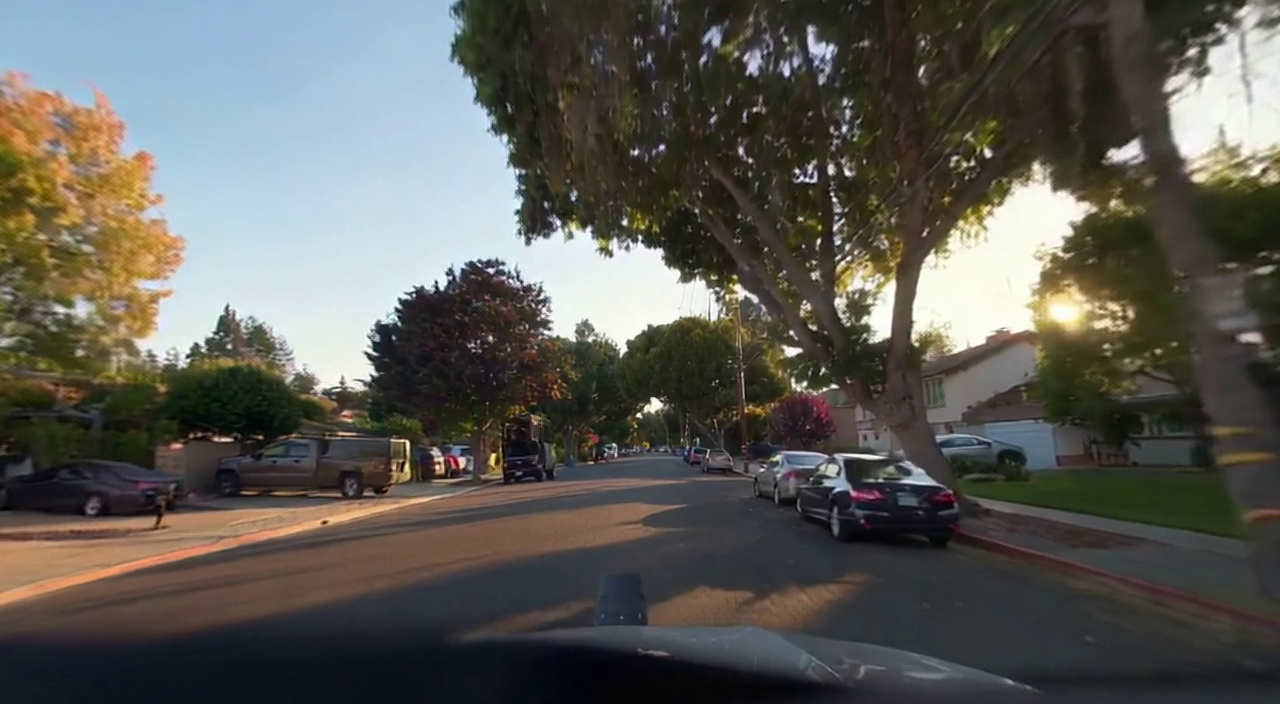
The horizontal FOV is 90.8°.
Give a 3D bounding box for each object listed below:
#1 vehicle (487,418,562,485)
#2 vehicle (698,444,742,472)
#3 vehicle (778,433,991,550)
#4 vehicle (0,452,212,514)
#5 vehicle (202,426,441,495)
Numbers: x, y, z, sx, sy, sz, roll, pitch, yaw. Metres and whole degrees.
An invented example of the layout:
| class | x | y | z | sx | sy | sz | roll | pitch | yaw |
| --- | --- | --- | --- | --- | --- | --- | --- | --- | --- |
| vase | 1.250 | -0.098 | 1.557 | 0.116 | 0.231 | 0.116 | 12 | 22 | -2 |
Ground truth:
| class | x | y | z | sx | sy | sz | roll | pitch | yaw |
| --- | --- | --- | --- | --- | --- | --- | --- | --- | --- |
| vehicle | -5.586 | 4.909 | 31.448 | 2.313 | 2.875 | 6.057 | -3 | -8 | 2 |
| vehicle | 4.719 | 6.328 | 37.874 | 2.016 | 1.544 | 4.645 | 0 | -8 | 0 |
| vehicle | 3.810 | 2.229 | 10.959 | 1.970 | 1.530 | 4.899 | 0 | -8 | 3 |
| vehicle | -14.587 | 3.491 | 17.060 | 4.565 | 1.489 | 1.950 | 1 | -8 | -1 |
| vehicle | -10.376 | 3.573 | 21.067 | 6.540 | 2.079 | 2.565 | 0 | -8 | 2 |
